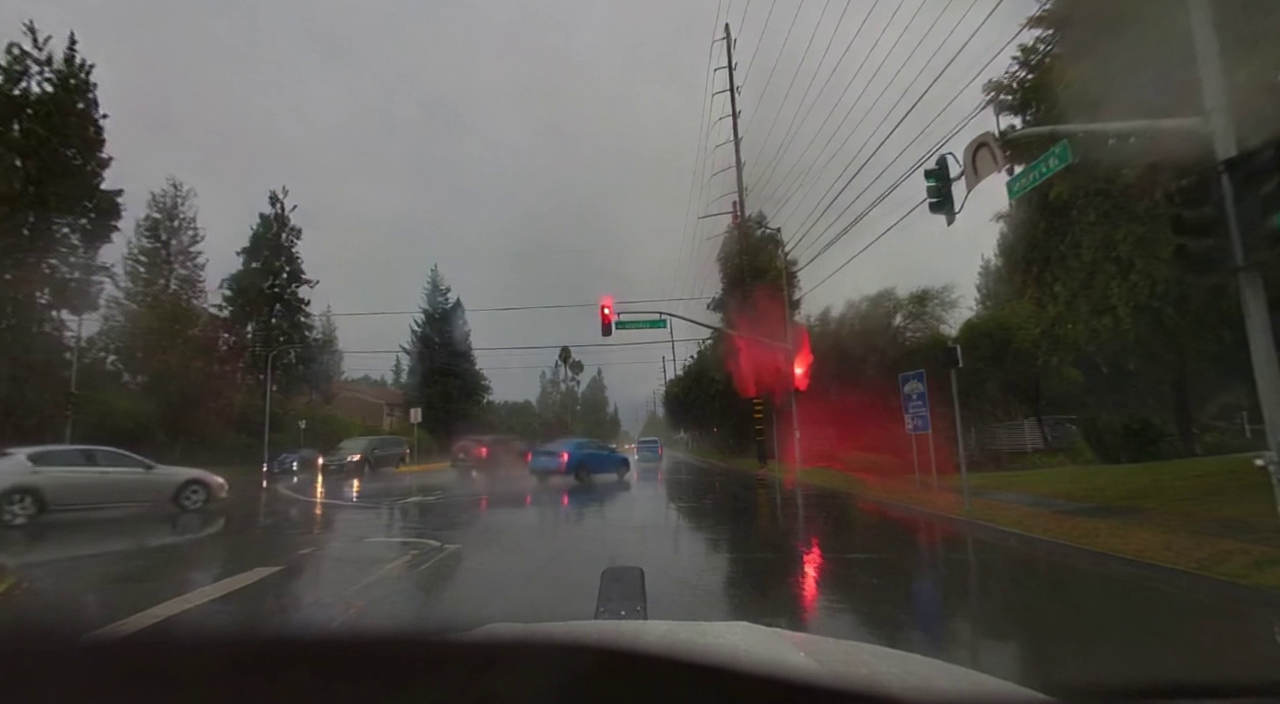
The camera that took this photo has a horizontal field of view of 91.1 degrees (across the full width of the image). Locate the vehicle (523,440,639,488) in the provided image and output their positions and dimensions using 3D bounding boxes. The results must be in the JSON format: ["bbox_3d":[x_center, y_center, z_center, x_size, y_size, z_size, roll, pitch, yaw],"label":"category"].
[{"bbox_3d":[-1.861,3.761,21.547,2.019,1.455,4.529,-4,-9,23],"label":"vehicle"}]

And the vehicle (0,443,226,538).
[{"bbox_3d":[-10.057,2.307,10.850,4.621,1.440,2.129,4,-10,-29],"label":"vehicle"}]

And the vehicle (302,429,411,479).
[{"bbox_3d":[-13.129,4.769,29.616,2.350,2.104,5.828,0,-8,1],"label":"vehicle"}]

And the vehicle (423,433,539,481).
[{"bbox_3d":[-6.429,4.336,26.165,1.929,1.750,5.044,-4,-10,24],"label":"vehicle"}]

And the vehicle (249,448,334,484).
[{"bbox_3d":[-17.090,5.597,31.012,1.942,1.477,3.957,-4,-9,0],"label":"vehicle"}]

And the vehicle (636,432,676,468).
[{"bbox_3d":[1.052,5.875,37.902,2.137,1.986,5.930,-1,-8,4],"label":"vehicle"}]
